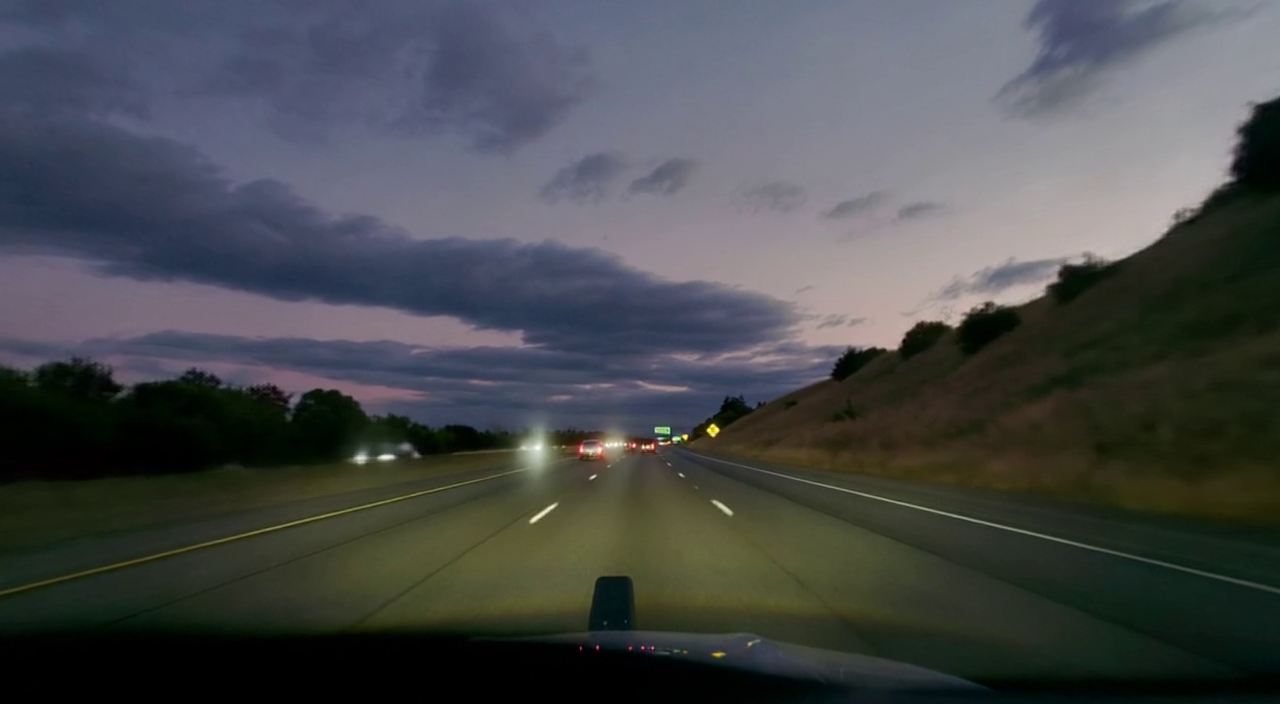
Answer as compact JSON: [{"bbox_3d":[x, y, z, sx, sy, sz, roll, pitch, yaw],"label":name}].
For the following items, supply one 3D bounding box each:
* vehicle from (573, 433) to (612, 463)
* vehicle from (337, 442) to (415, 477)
[{"bbox_3d":[-3.234,6.669,43.819,2.286,2.011,4.452,0,-8,1],"label":"vehicle"},{"bbox_3d":[-12.528,5.110,30.167,1.872,1.541,4.178,0,-8,1],"label":"vehicle"}]
